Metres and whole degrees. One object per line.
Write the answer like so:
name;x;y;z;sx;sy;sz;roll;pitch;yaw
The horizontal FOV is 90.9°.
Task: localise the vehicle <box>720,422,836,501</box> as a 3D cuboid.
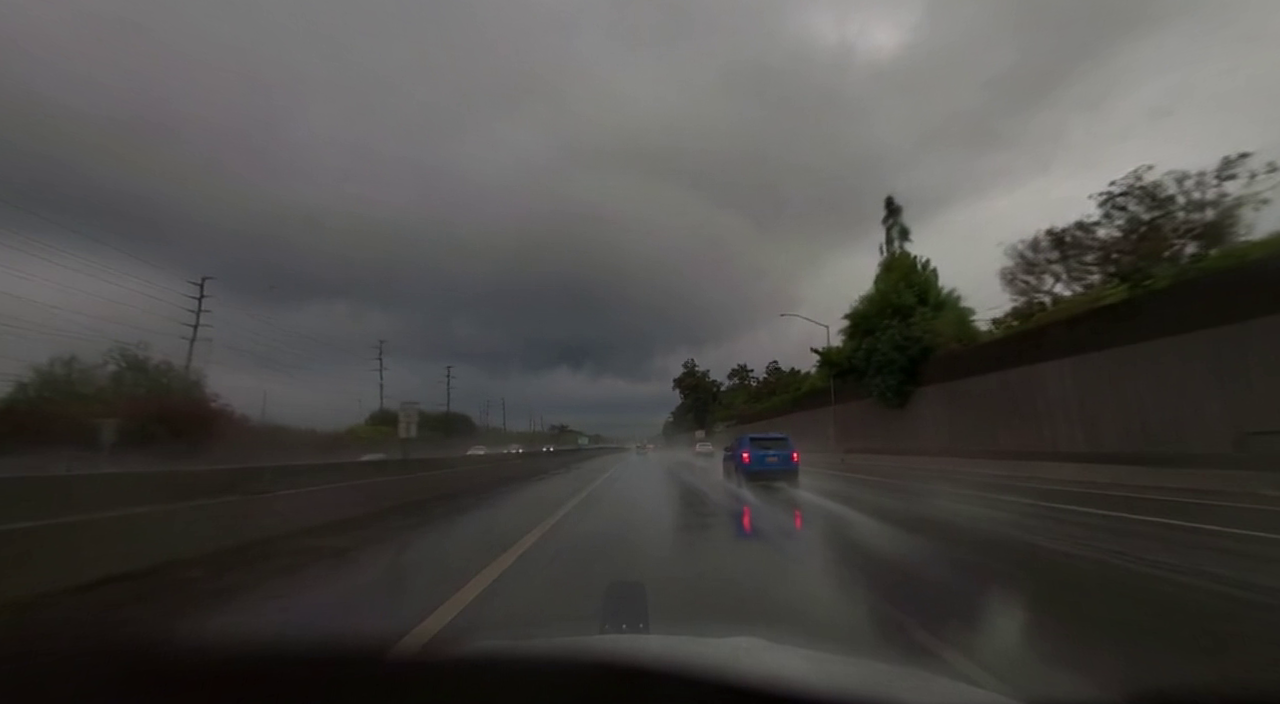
vehicle;3.526;2.882;17.035;2.120;1.832;4.287;0;-8;0
